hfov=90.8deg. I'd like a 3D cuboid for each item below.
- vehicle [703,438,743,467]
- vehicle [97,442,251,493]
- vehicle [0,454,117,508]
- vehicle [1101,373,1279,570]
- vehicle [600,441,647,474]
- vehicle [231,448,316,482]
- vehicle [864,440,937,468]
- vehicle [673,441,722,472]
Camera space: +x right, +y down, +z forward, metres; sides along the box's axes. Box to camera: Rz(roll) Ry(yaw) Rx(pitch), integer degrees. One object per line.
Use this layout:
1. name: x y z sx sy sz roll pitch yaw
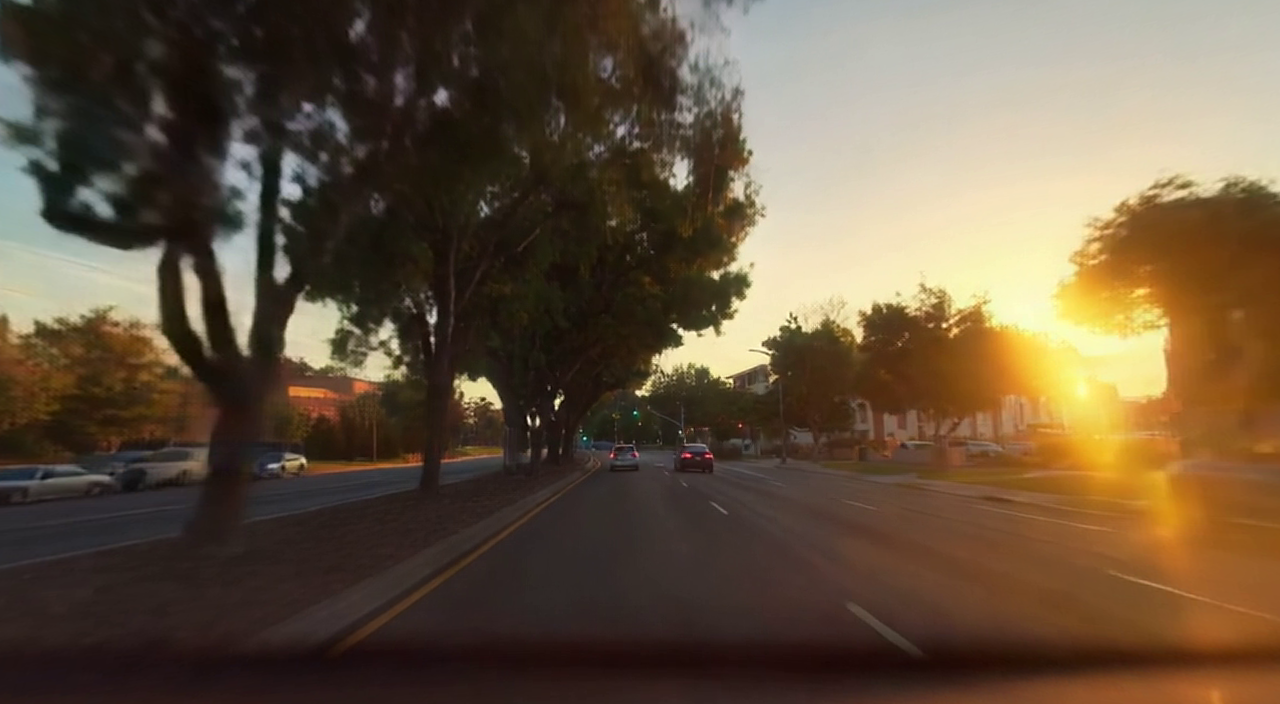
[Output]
1. vehicle: 6.054 7.362 46.627 2.052 1.990 4.736 0 -8 -2
2. vehicle: -19.464 4.797 26.860 2.241 1.891 5.637 0 -8 0
3. vehicle: -19.506 4.025 19.992 1.874 1.483 4.742 0 -8 0
4. vehicle: 10.232 1.537 8.048 3.082 2.655 7.381 0 -8 0
5. vehicle: -0.796 5.001 30.187 2.101 1.444 4.248 0 -8 -2
6. vehicle: -19.709 6.057 34.250 2.019 1.687 4.484 0 -8 -2
7. vehicle: 19.862 7.781 48.464 2.150 1.966 5.027 3 -9 -23
8. vehicle: 2.980 5.525 33.602 1.993 1.477 4.240 0 -8 -3
